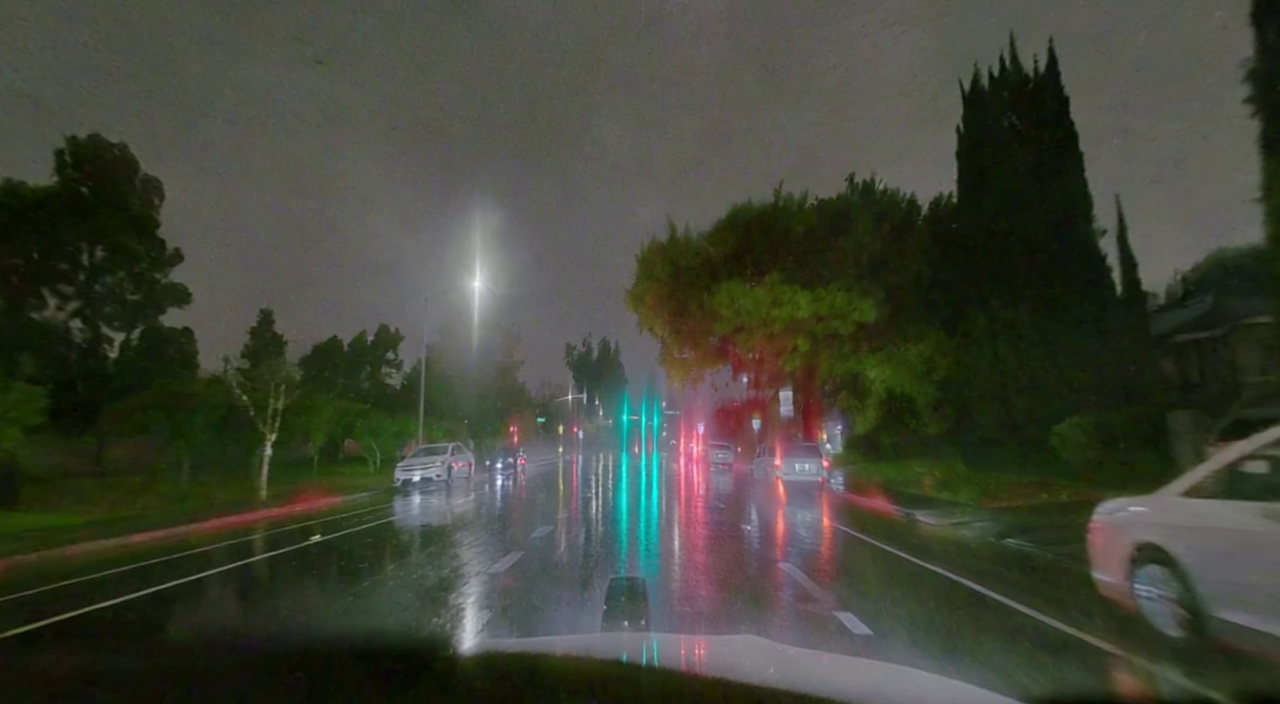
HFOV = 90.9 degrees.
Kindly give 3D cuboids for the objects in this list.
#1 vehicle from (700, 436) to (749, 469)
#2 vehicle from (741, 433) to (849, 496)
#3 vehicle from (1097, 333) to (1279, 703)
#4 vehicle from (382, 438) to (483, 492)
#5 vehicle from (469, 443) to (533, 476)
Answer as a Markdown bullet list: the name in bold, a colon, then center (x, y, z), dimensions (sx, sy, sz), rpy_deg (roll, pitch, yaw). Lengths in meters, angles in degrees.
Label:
- **vehicle**: center (5.013, 6.066, 38.253), dimensions (2.279, 1.829, 4.859), rpy_deg (0, -8, 0)
- **vehicle**: center (4.666, 3.476, 19.878), dimensions (2.118, 1.701, 5.067), rpy_deg (0, -8, 0)
- **vehicle**: center (4.549, 0.702, 1.879), dimensions (2.355, 2.013, 5.291), rpy_deg (0, -8, 0)
- **vehicle**: center (-7.258, 3.956, 22.537), dimensions (1.985, 1.714, 4.395), rpy_deg (-1, -8, 2)
- **vehicle**: center (-6.856, 5.327, 31.549), dimensions (2.041, 1.489, 4.439), rpy_deg (-1, -8, 2)
